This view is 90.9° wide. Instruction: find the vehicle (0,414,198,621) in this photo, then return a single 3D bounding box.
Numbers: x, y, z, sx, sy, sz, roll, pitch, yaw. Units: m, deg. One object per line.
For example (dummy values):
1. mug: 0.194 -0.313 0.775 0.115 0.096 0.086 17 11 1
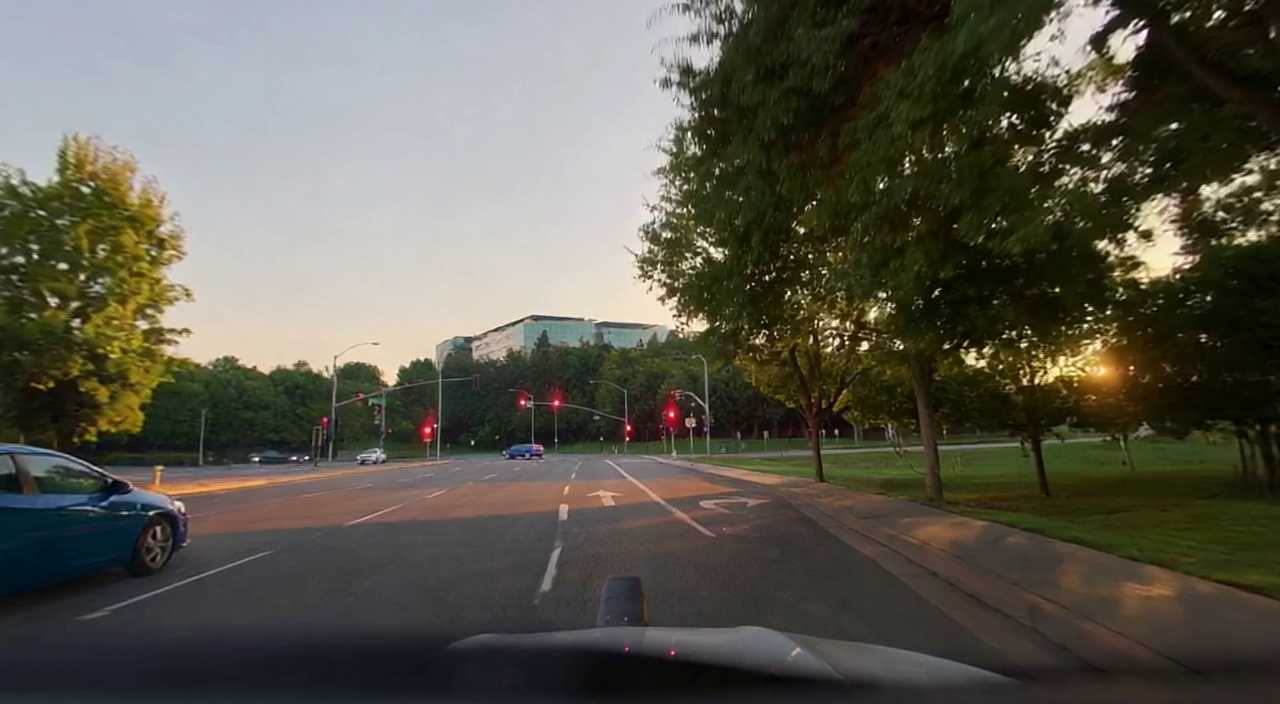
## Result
1. vehicle: -5.808 1.245 4.763 2.096 1.521 4.231 1 -8 -5
